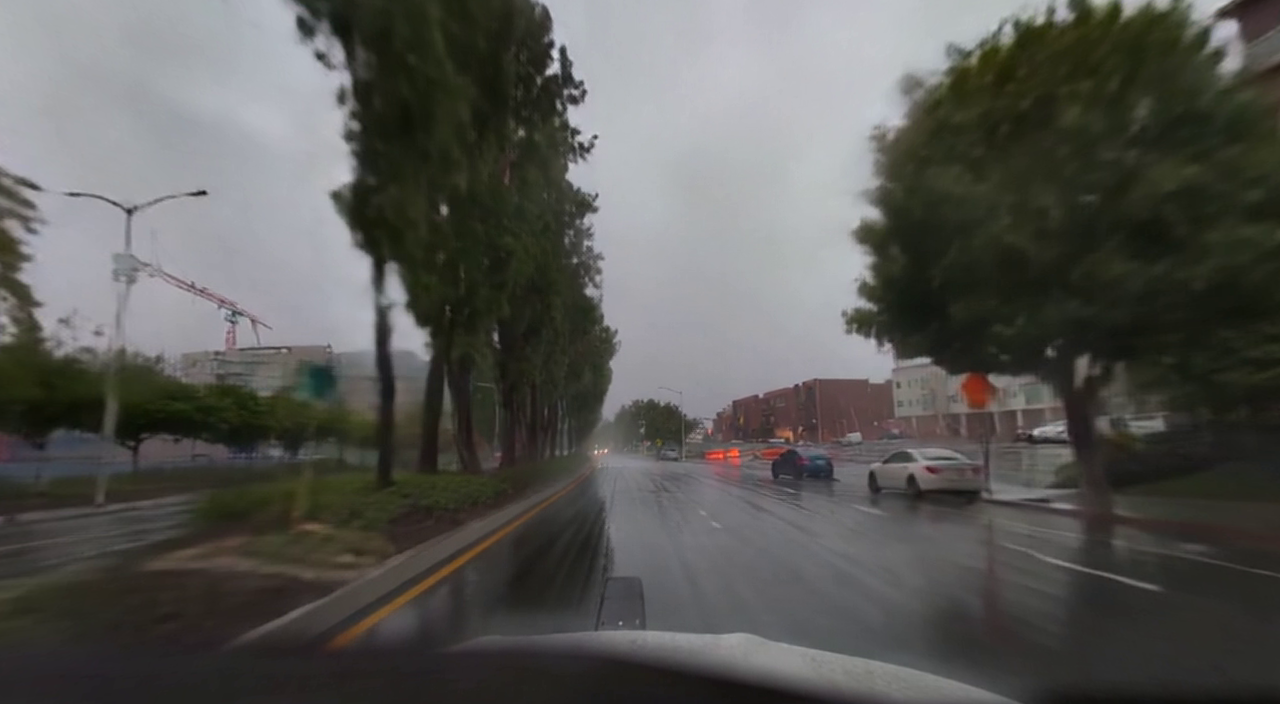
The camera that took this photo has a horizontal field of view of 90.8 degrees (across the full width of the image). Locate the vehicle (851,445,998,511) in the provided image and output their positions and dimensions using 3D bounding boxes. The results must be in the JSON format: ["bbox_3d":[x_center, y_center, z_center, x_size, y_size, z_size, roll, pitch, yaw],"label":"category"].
[{"bbox_3d":[7.995,3.531,18.314,1.974,1.472,4.654,6,-9,-2],"label":"vehicle"}]

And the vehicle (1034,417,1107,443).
[{"bbox_3d":[32.156,5.882,47.382,1.829,1.713,4.519,-1,-8,-7],"label":"vehicle"}]

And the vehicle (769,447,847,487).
[{"bbox_3d":[7.797,5.365,29.775,1.977,1.540,4.307,7,-9,-7],"label":"vehicle"}]
